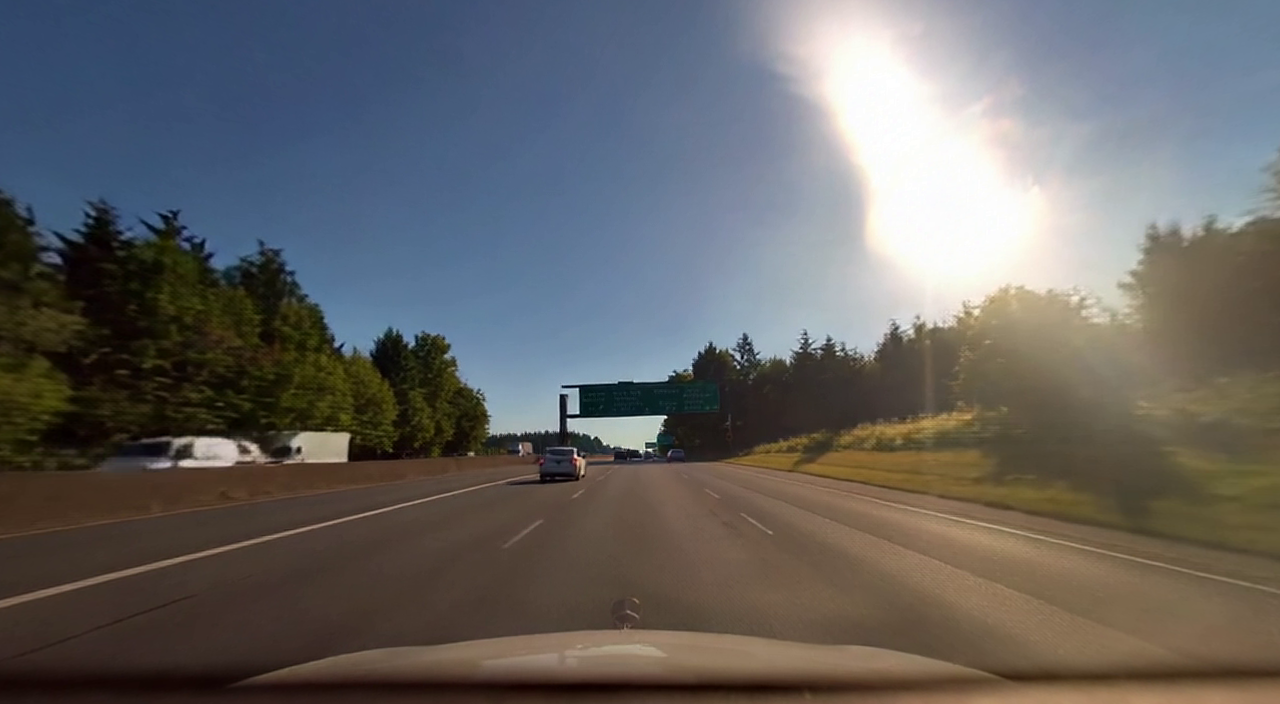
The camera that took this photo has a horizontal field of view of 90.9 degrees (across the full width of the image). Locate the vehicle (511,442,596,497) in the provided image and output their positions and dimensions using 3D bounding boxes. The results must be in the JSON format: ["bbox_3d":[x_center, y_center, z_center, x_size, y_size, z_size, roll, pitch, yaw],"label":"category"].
[{"bbox_3d":[-2.616,3.681,20.034,1.936,1.545,4.116,-1,-9,3],"label":"vehicle"}]

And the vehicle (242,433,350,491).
[{"bbox_3d":[-16.998,5.437,31.542,2.336,2.601,5.237,0,-9,1],"label":"vehicle"}]
